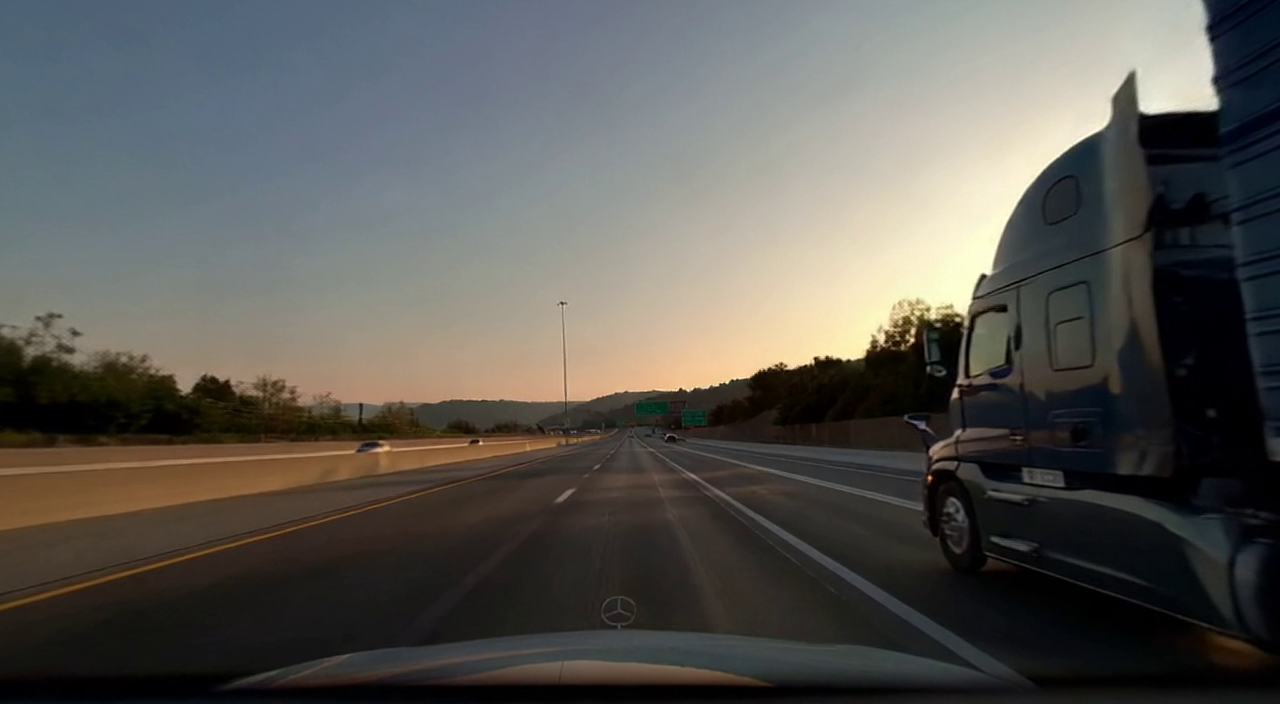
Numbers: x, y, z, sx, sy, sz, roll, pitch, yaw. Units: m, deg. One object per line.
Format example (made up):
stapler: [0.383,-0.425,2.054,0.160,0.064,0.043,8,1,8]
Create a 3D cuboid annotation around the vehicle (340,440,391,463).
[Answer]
vehicle: [-19.264,6.958,44.309,1.821,1.538,3.824,0,-8,0]
